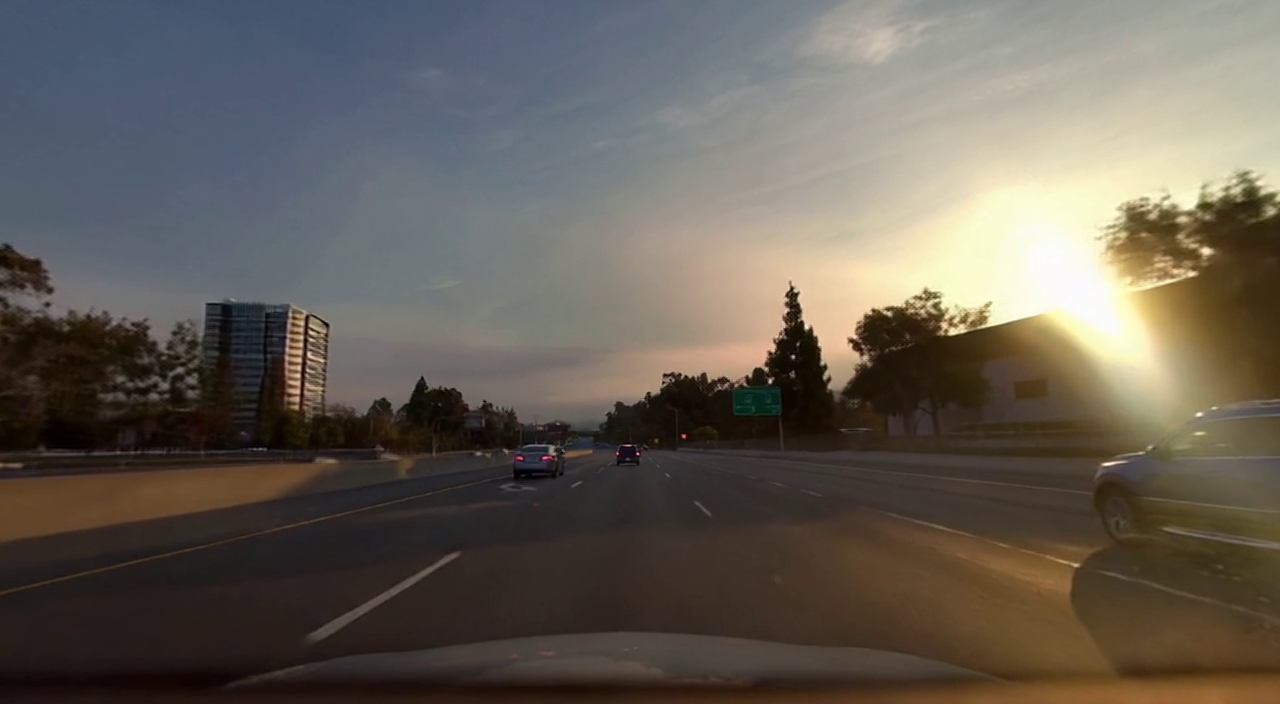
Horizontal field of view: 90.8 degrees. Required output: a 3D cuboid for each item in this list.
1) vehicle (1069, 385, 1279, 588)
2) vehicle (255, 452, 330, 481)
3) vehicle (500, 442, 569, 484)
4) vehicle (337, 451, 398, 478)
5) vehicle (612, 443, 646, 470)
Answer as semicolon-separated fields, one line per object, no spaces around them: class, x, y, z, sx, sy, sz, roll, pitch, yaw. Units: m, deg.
vehicle;6.748;1.247;5.949;2.028;1.801;4.741;0;-9;0
vehicle;-20.937;6.868;38.290;1.938;1.570;4.508;0;-9;0
vehicle;-3.995;4.275;24.740;1.886;1.465;4.625;0;-8;0
vehicle;-17.579;7.267;41.049;1.967;1.575;4.370;0;-9;1
vehicle;-0.675;6.330;38.486;1.997;1.485;4.094;0;-8;-1
